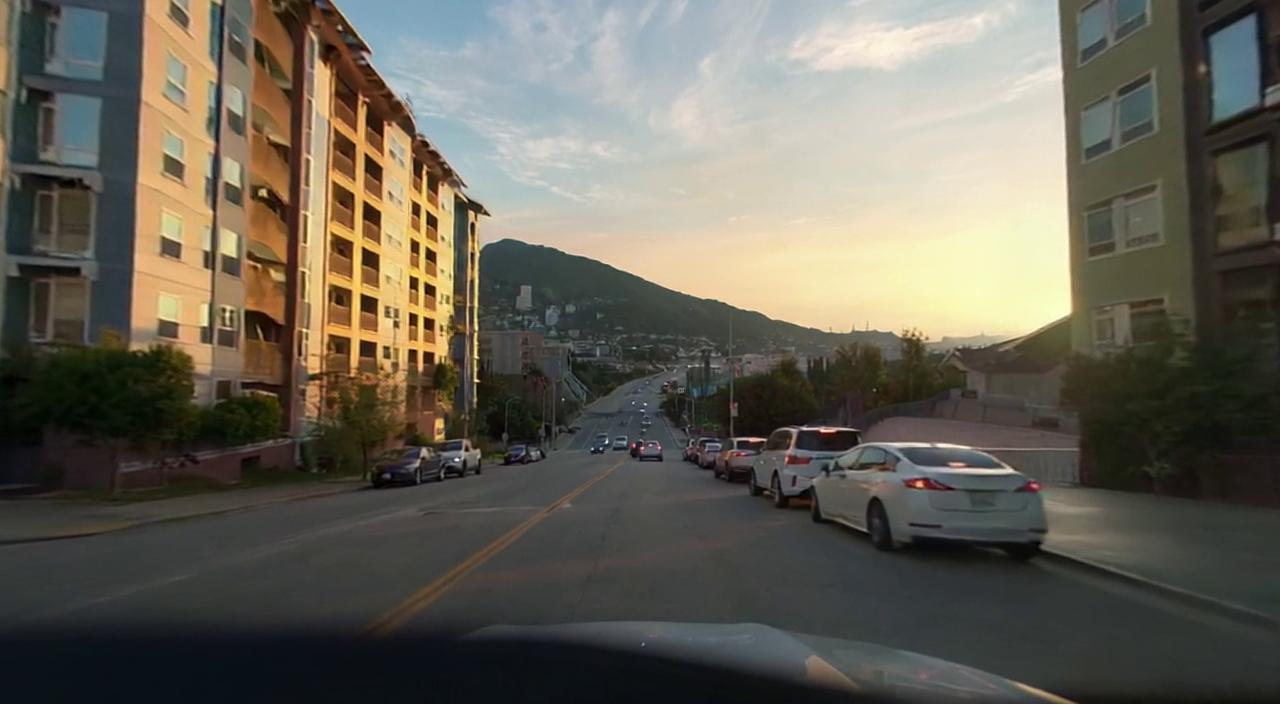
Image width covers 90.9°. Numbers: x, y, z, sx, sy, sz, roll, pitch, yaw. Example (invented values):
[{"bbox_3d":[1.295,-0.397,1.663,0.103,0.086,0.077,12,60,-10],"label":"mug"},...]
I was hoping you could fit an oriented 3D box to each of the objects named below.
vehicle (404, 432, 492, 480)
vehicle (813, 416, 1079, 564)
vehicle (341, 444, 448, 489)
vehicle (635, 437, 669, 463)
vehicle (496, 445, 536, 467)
[{"bbox_3d":[-8.971,4.918,30.127,2.457,2.048,5.461,0,-8,0],"label":"vehicle"},{"bbox_3d":[3.821,1.754,8.570,1.946,1.607,3.082,0,-8,-2],"label":"vehicle"},{"bbox_3d":[-9.228,4.311,24.187,2.089,1.549,4.597,-1,-8,2],"label":"vehicle"},{"bbox_3d":[0.815,6.935,44.521,2.261,1.740,4.065,0,-8,0],"label":"vehicle"},{"bbox_3d":[-8.856,7.436,45.351,2.021,1.474,4.337,0,-8,-1],"label":"vehicle"}]
